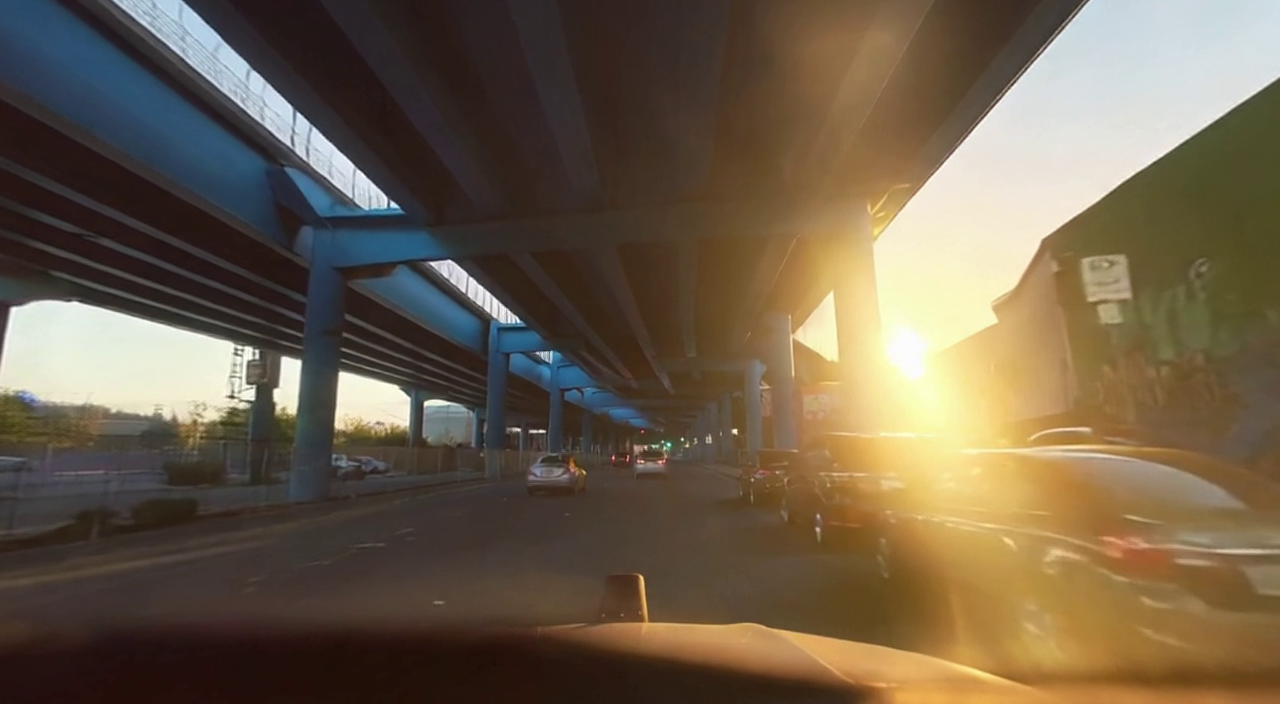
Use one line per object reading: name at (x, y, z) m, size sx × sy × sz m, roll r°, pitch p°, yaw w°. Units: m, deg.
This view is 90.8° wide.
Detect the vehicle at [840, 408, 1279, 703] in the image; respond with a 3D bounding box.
vehicle at (3.282, 1.379, 5.113) m, size 1.983 × 1.589 × 4.010 m, roll 0°, pitch -9°, yaw 0°

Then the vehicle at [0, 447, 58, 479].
vehicle at (-34.876, 6.111, 34.555) m, size 4.221 × 1.638 × 2.040 m, roll 5°, pitch -12°, yaw -37°

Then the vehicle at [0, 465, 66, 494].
vehicle at (-35.847, 7.361, 36.430) m, size 3.720 × 1.546 × 1.922 m, roll 6°, pitch -11°, yaw -34°

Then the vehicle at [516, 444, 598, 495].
vehicle at (-2.681, 3.952, 21.541) m, size 2.024 × 1.533 × 4.549 m, roll -1°, pitch -9°, yaw 2°

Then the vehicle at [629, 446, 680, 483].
vehicle at (0.670, 5.072, 28.651) m, size 2.155 × 1.571 × 3.734 m, roll -1°, pitch -9°, yaw 2°
